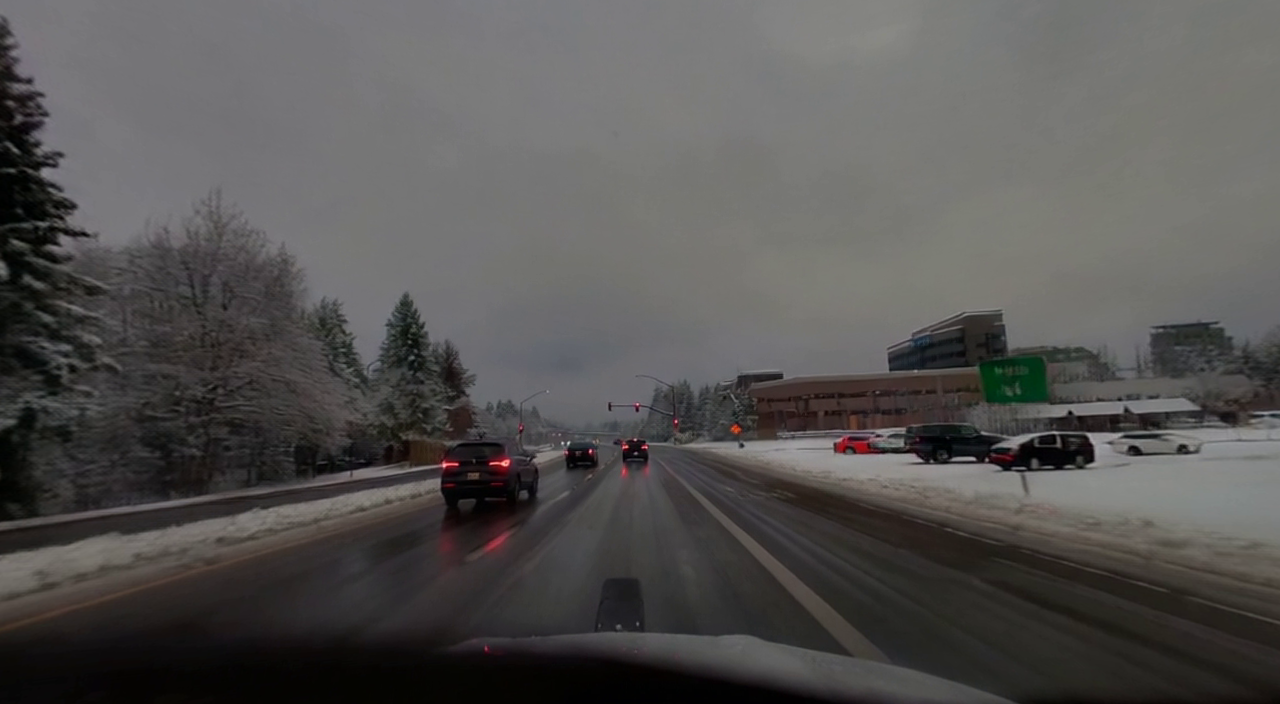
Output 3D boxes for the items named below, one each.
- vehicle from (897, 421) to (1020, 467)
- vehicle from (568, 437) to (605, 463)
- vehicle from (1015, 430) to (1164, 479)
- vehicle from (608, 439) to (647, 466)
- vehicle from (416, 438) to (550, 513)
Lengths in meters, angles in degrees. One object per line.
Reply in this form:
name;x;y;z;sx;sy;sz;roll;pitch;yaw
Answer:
vehicle;14.946;4.319;29.635;5.394;1.994;2.228;4;-10;-26
vehicle;-3.763;7.050;45.387;2.144;1.732;4.279;-1;-9;2
vehicle;14.894;3.366;20.909;4.505;1.472;2.020;4;-10;-27
vehicle;-0.720;6.085;38.407;2.231;1.481;4.489;0;-9;0
vehicle;-3.464;2.808;14.929;1.920;1.480;4.549;0;-9;1
